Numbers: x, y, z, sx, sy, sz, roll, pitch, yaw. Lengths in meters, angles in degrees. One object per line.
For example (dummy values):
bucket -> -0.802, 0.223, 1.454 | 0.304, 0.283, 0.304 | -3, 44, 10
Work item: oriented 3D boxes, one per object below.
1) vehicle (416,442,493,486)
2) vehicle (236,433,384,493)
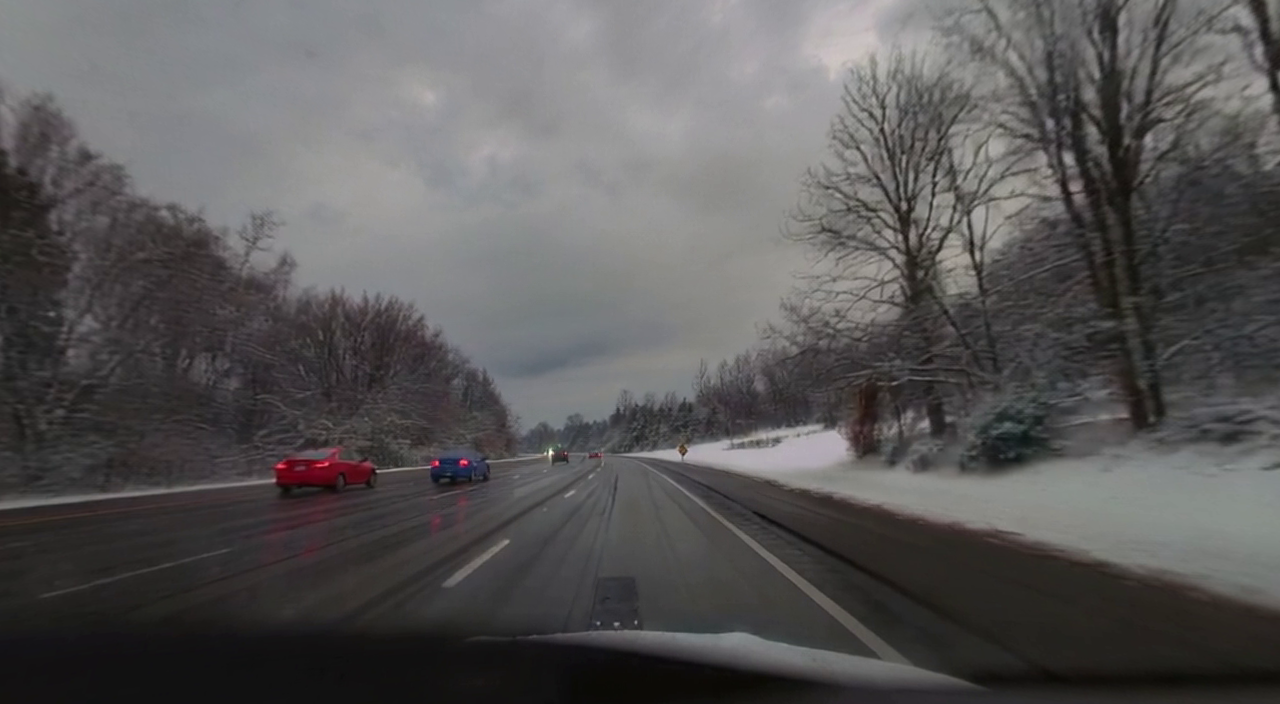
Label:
vehicle -> -7.789, 4.728, 26.913 | 2.060, 1.680, 4.255 | 0, -9, -1
vehicle -> -11.809, 4.011, 23.190 | 2.425, 1.926, 5.584 | 0, -9, 0
